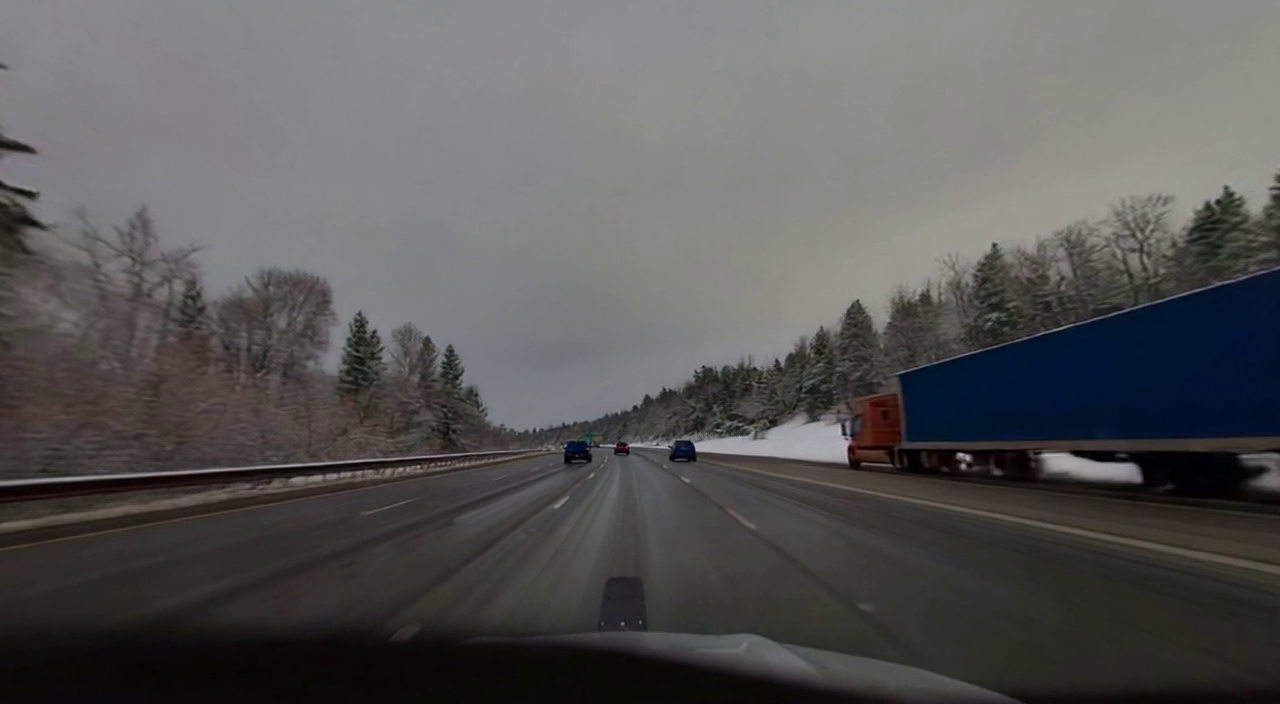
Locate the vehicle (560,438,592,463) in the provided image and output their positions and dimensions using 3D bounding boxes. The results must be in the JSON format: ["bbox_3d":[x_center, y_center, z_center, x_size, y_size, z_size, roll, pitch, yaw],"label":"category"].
[{"bbox_3d":[-4.943,7.665,49.256,2.120,1.855,4.619,0,-8,-1],"label":"vehicle"}]

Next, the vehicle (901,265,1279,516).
[{"bbox_3d":[11.901,1.440,15.982,2.953,4.129,16.568,0,-8,-2],"label":"vehicle"}]

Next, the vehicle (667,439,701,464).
[{"bbox_3d":[3.187,7.243,46.225,1.995,1.712,4.206,0,-8,-3],"label":"vehicle"}]
